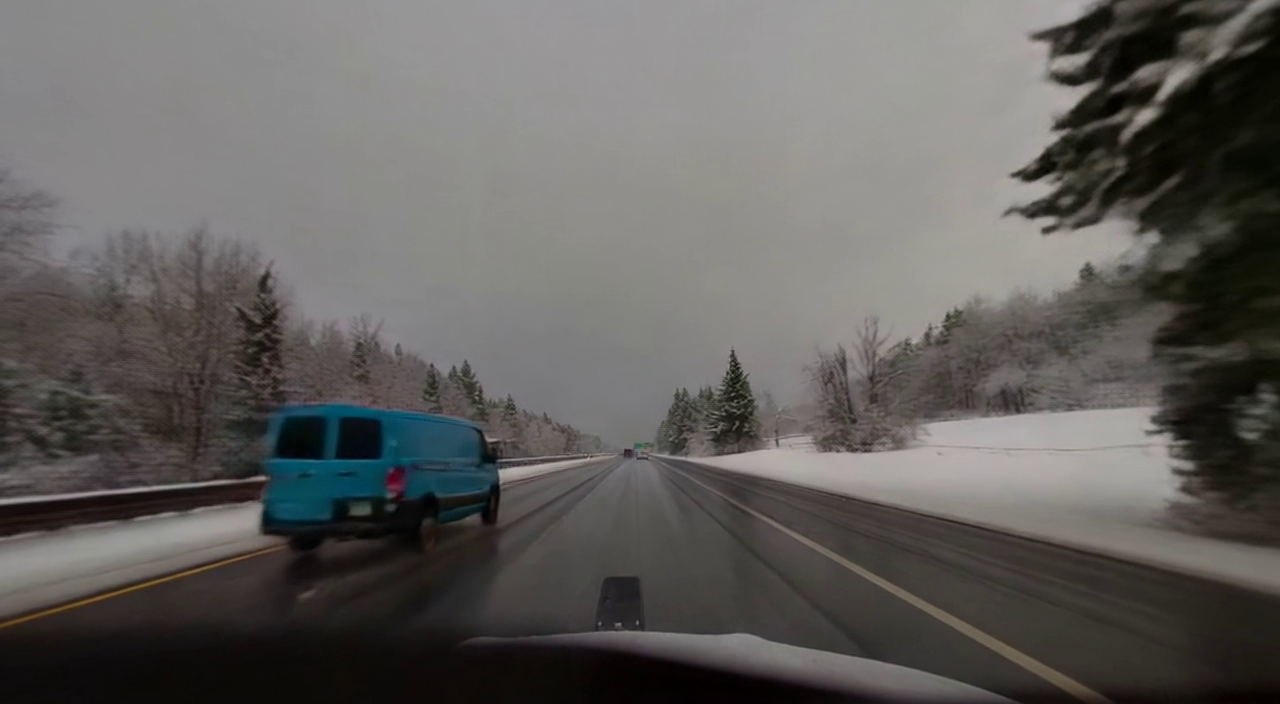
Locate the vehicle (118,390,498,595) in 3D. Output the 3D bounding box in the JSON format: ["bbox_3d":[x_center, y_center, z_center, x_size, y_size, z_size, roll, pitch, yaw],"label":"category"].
[{"bbox_3d":[-3.824,1.774,8.875,2.349,1.973,5.419,0,-9,0],"label":"vehicle"}]
